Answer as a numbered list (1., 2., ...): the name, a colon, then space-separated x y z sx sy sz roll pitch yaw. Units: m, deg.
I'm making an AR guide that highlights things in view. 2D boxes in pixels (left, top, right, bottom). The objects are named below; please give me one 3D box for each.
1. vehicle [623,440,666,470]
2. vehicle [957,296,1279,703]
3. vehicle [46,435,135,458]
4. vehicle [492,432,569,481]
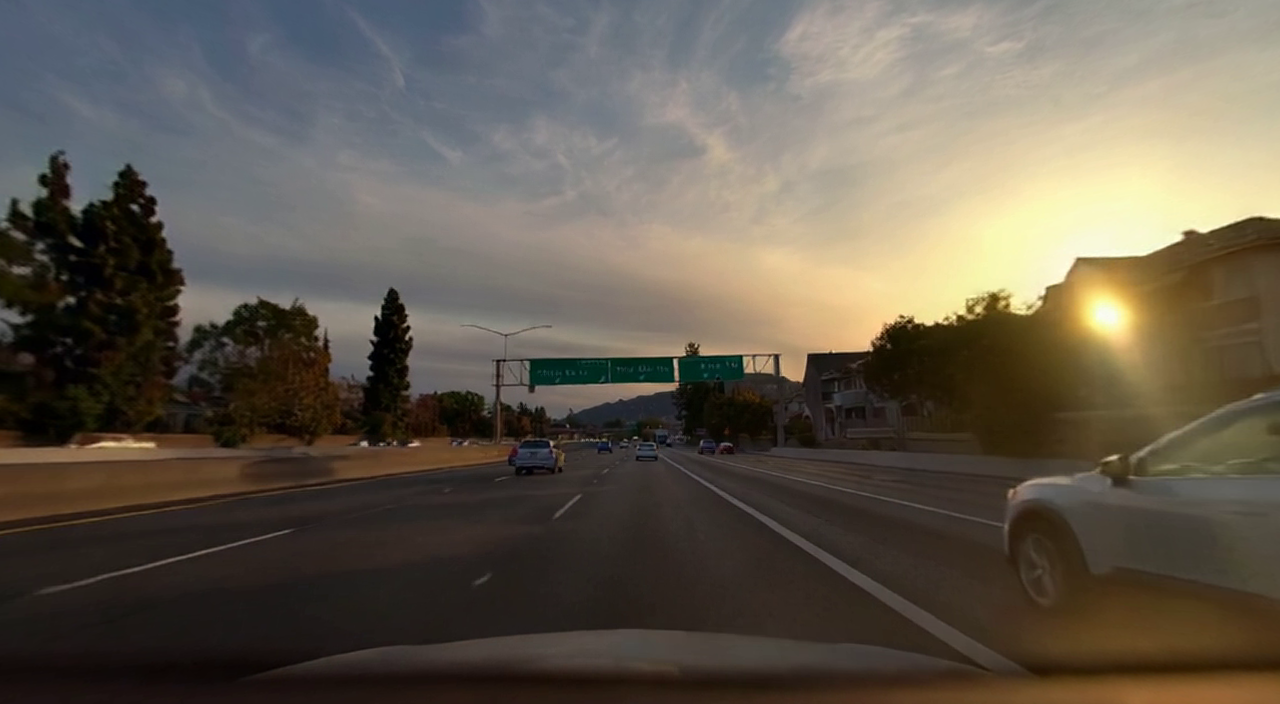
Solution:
1. vehicle: 0.218 5.487 33.855 2.146 1.485 4.332 0 -9 0
2. vehicle: 3.642 0.678 2.073 2.463 1.851 5.122 0 -8 -1
3. vehicle: -41.979 7.256 48.553 2.019 1.695 5.538 0 -9 -1
4. vehicle: -4.154 4.059 24.759 2.260 1.706 4.177 0 -8 0
